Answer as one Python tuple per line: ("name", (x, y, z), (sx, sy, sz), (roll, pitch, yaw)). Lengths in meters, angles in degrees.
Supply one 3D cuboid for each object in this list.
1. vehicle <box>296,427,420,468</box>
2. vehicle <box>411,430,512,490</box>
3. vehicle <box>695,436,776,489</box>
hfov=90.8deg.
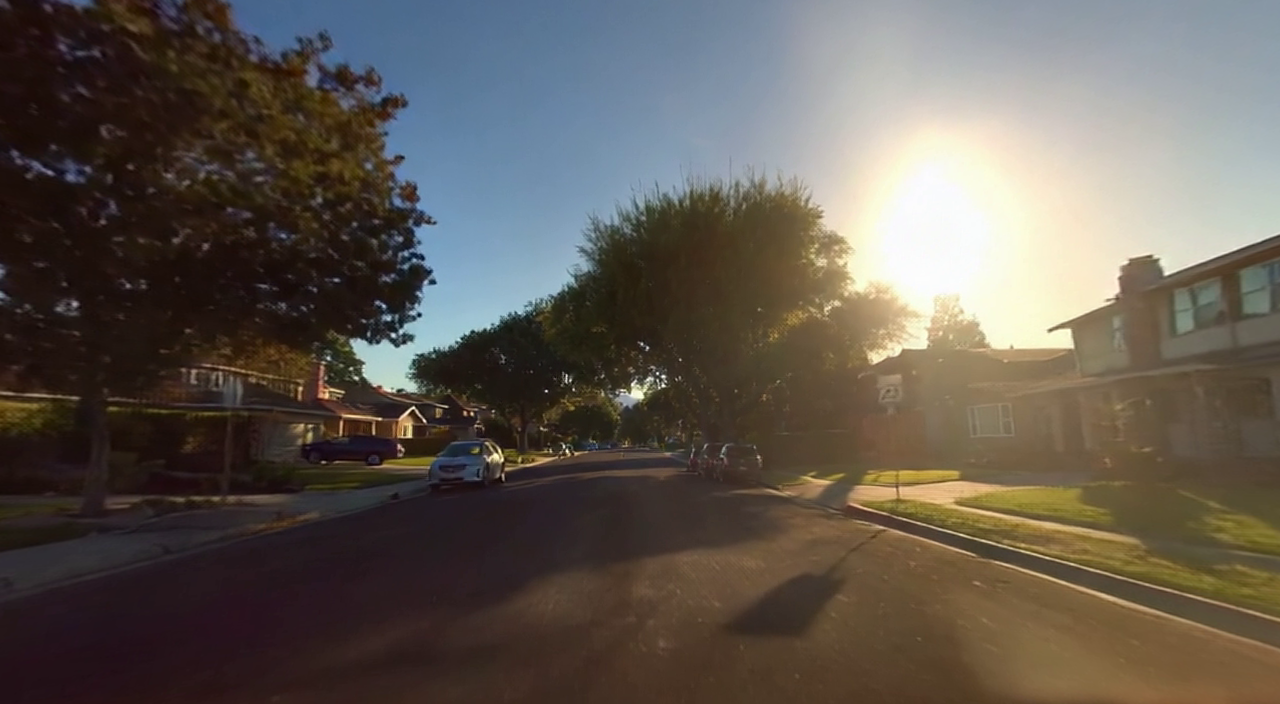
("vehicle", (-13.634, 4.657, 30.776), (5.024, 1.903, 2.102), (0, -9, 0))
("vehicle", (-6.467, 4.025, 23.774), (2.322, 1.949, 5.695), (-1, -9, -2))
("vehicle", (3.348, 3.989, 23.079), (2.033, 1.730, 4.554), (0, -9, -2))
